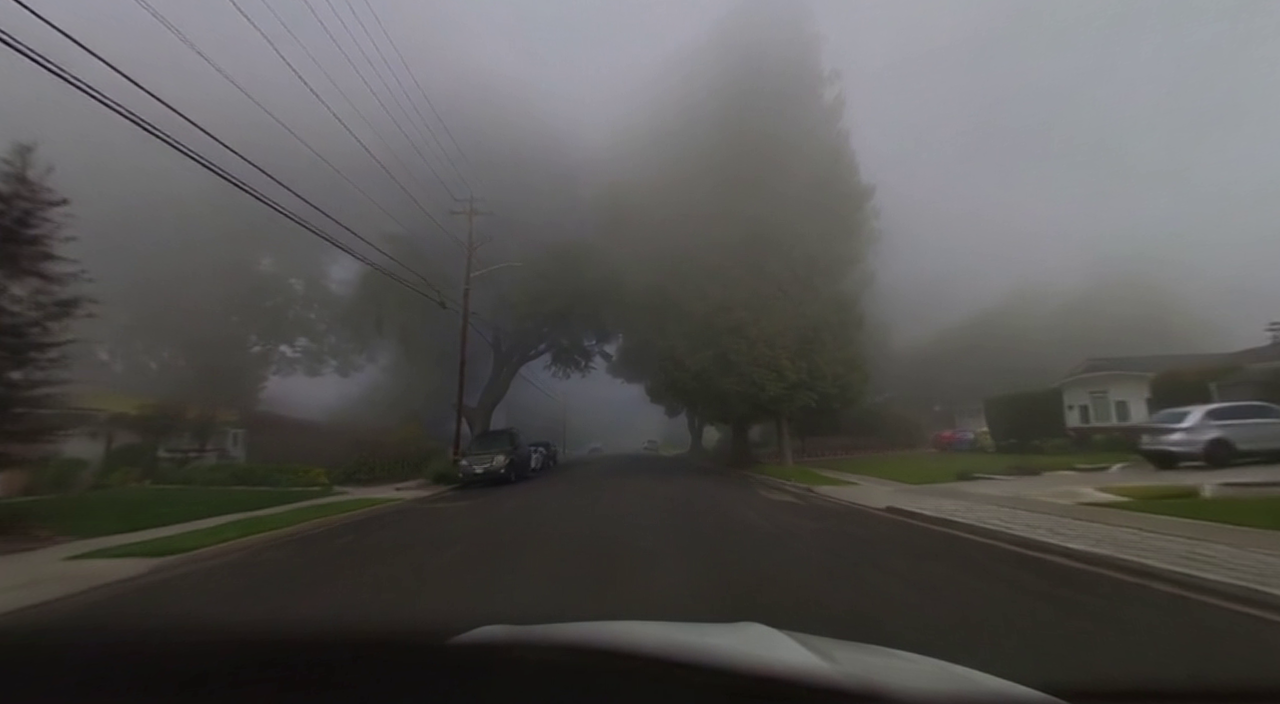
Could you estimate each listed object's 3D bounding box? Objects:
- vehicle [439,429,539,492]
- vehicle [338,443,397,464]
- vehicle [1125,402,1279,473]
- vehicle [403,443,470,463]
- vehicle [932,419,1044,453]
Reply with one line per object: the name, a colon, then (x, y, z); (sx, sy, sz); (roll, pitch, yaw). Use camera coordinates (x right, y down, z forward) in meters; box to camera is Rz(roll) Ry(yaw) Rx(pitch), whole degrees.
vehicle: (-5.778, 4.192, 25.051); (2.411, 1.979, 5.915); (-5, -8, 0)
vehicle: (-20.073, 7.475, 46.663); (3.553, 1.471, 1.816); (0, -8, -2)
vehicle: (16.432, 2.317, 17.080); (4.892, 1.774, 1.987); (0, -8, 1)
vehicle: (-15.087, 7.511, 46.996); (4.382, 1.462, 1.874); (0, -8, -2)
vehicle: (17.437, 4.259, 31.864); (4.372, 1.490, 2.032); (-2, -10, 1)
